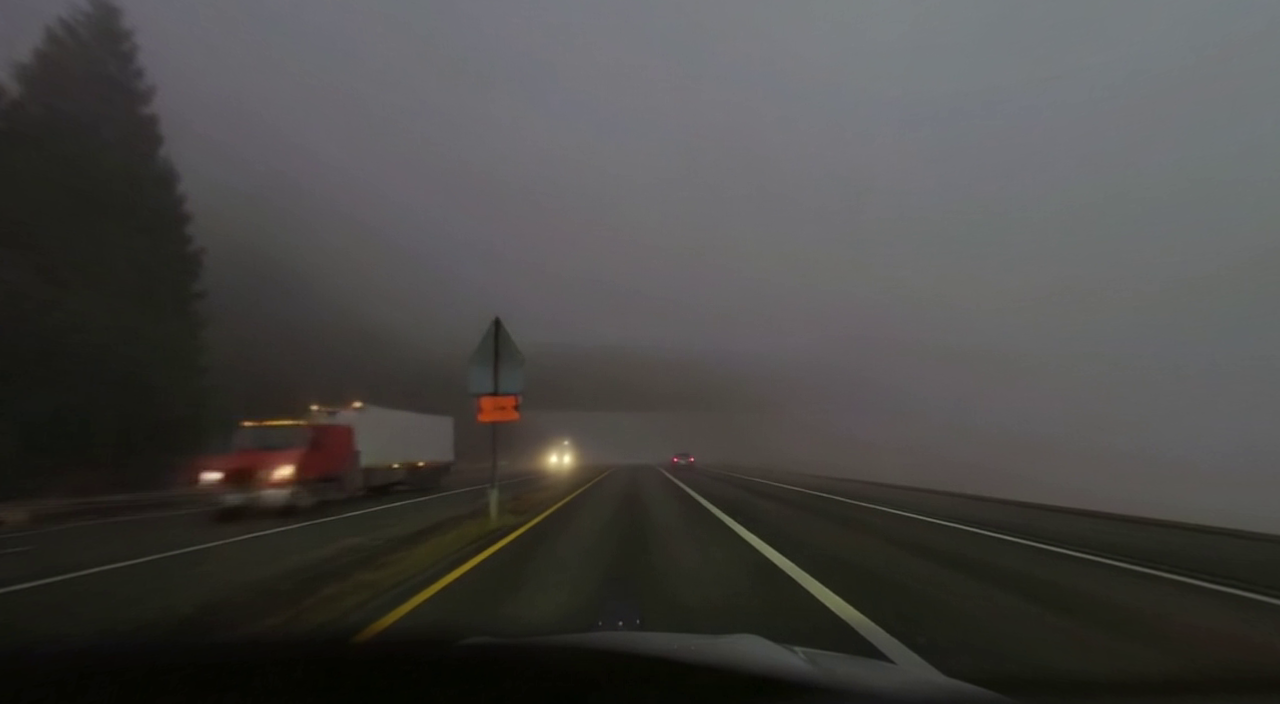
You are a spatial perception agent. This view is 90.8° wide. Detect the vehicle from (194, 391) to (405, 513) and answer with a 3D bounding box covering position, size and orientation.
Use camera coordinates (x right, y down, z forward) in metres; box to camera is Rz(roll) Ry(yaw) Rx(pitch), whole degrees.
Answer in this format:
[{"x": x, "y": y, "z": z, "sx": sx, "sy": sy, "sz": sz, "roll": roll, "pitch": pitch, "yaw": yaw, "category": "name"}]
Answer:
[{"x": -13.121, "y": 4.064, "z": 25.892, "sx": 2.990, "sy": 4.009, "sz": 9.971, "roll": 0, "pitch": -9, "yaw": 0, "category": "vehicle"}]
